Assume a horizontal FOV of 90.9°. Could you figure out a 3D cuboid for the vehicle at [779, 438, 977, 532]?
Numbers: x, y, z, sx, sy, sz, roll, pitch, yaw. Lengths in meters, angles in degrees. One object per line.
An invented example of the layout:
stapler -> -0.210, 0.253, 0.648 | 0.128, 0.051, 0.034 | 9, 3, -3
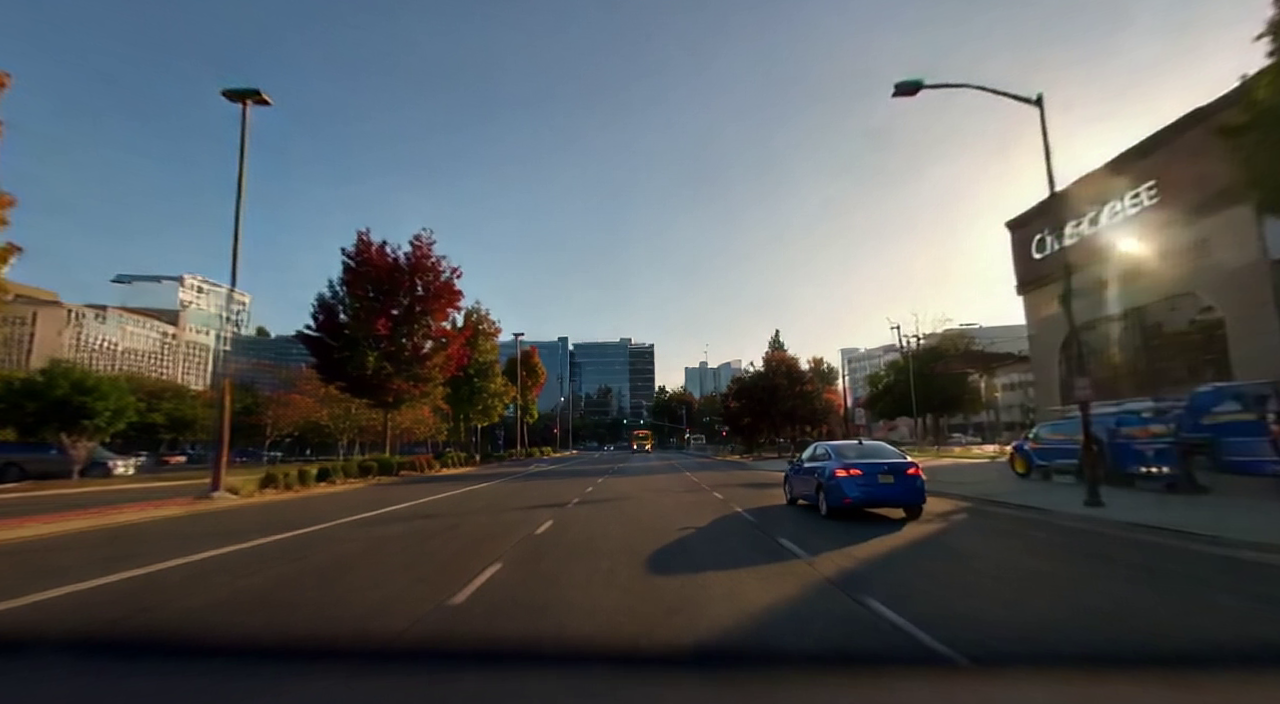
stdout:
vehicle -> 4.271, 2.437, 12.301 | 2.005, 1.442, 4.675 | 0, -8, 0
